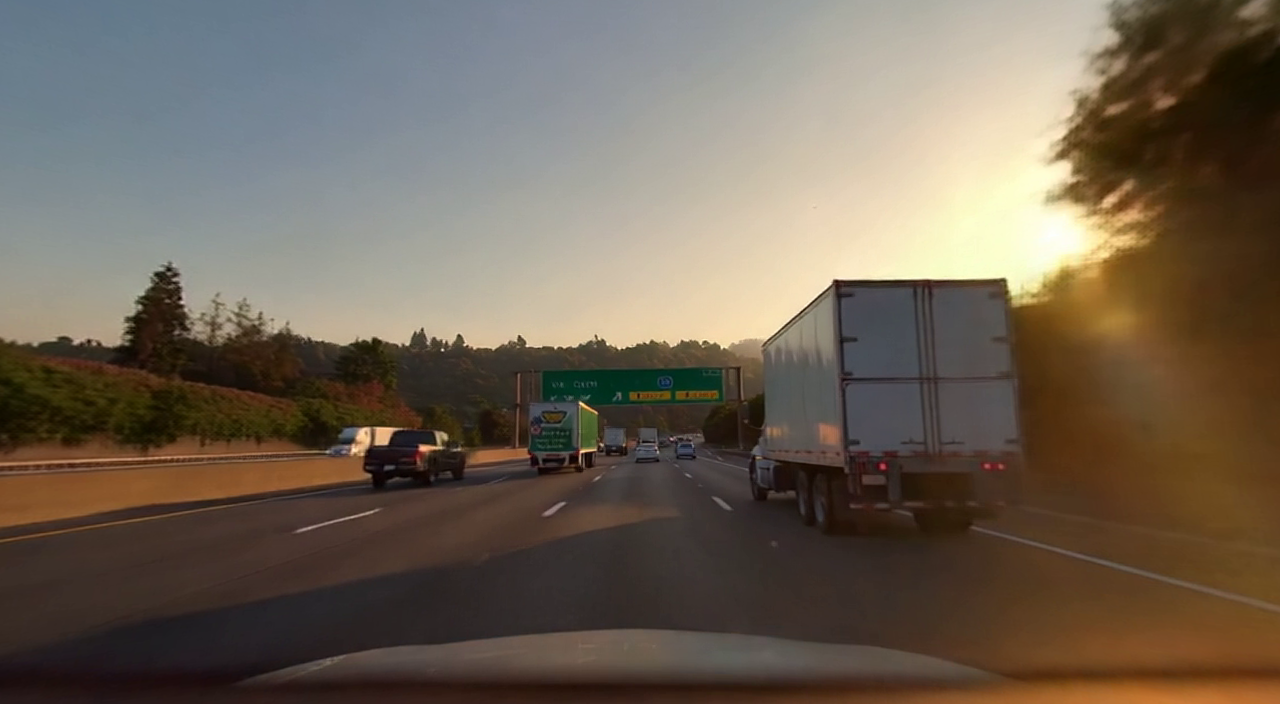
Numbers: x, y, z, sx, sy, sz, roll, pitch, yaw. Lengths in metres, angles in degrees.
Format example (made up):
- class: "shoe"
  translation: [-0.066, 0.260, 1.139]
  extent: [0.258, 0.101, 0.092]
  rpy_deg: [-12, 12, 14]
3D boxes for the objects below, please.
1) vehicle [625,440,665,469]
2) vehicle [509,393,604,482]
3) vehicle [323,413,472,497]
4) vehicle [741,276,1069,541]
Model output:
- class: "vehicle"
  translation: [0.270, 5.705, 35.248]
  extent: [2.105, 1.502, 4.068]
  rpy_deg: [0, -9, 0]
- class: "vehicle"
  translation: [-3.208, 3.636, 26.464]
  extent: [2.745, 3.156, 7.608]
  rpy_deg: [0, -9, 2]
- class: "vehicle"
  translation: [-7.129, 3.120, 19.443]
  extent: [2.322, 2.195, 5.556]
  rpy_deg: [0, -9, 0]
- class: "vehicle"
  translation: [4.027, 1.260, 12.084]
  extent: [2.895, 3.484, 7.631]
  rpy_deg: [0, -9, 0]
